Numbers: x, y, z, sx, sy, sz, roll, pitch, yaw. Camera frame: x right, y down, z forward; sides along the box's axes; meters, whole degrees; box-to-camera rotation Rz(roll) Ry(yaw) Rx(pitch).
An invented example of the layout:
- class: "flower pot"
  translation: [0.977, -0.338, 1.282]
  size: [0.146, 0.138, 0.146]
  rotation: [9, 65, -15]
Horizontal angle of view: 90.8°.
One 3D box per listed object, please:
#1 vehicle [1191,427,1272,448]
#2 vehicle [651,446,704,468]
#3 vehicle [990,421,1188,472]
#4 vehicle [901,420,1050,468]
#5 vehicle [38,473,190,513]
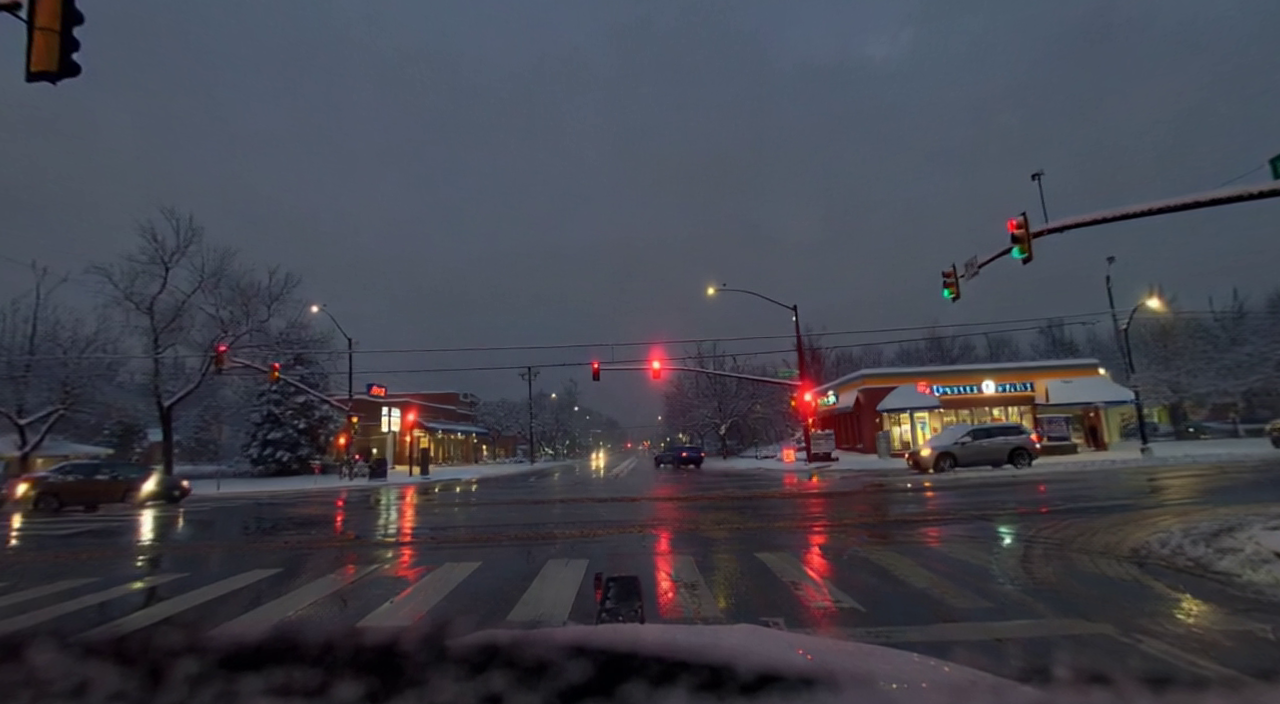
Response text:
- class: "vehicle"
  translation: [42.041, 6.062, 44.909]
  size: [4.347, 1.446, 1.777]
  rotation: [1, -9, -9]
- class: "vehicle"
  translation: [2.627, 7.527, 45.623]
  size: [1.969, 1.491, 4.612]
  rotation: [3, -9, -23]
- class: "vehicle"
  translation: [14.364, 3.096, 20.622]
  size: [4.835, 1.487, 1.913]
  rotation: [-4, -9, 20]
- class: "vehicle"
  translation: [13.034, 3.646, 24.948]
  size: [4.916, 1.730, 1.986]
  rotation: [-4, -9, 21]
- class: "vehicle"
  translation: [-21.283, 5.690, 25.665]
  size: [4.676, 1.463, 1.909]
  rotation: [-1, -8, 6]
